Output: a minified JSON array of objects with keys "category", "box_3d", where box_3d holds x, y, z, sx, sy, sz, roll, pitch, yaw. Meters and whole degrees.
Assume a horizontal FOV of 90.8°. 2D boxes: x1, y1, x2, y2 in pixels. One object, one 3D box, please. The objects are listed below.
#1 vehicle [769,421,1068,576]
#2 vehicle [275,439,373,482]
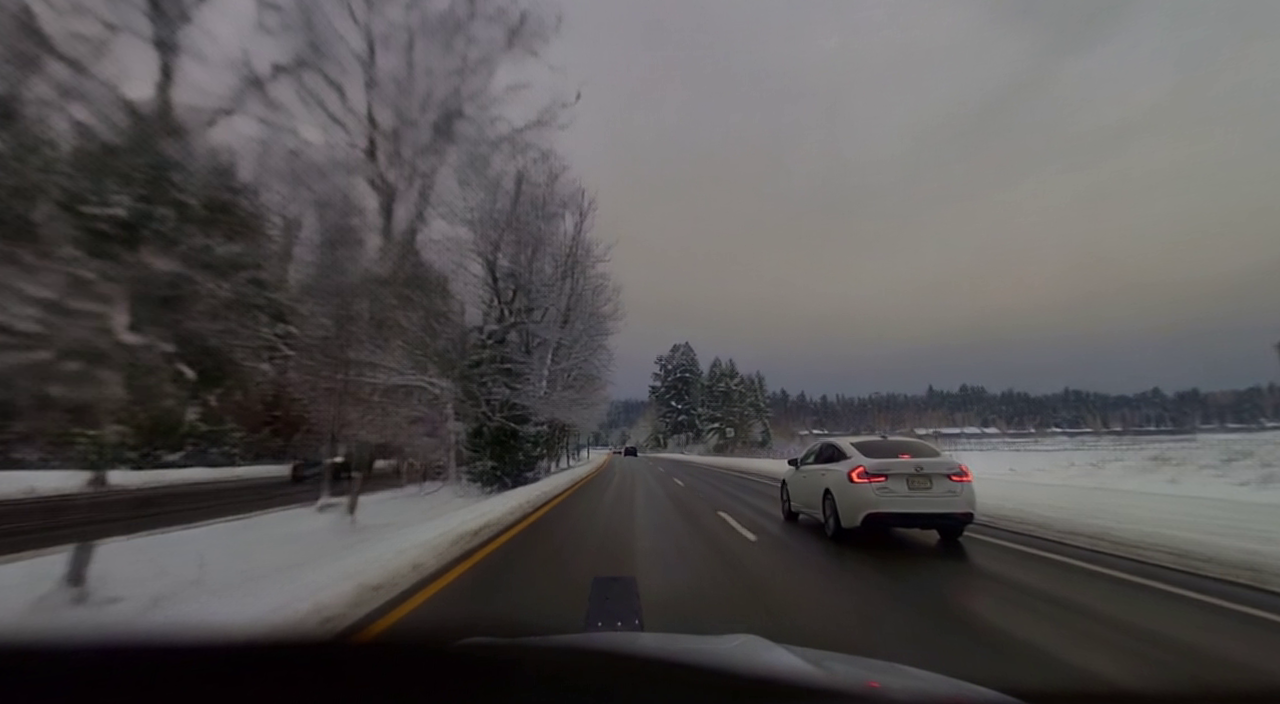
[{"category":"vehicle","box_3d":[3.380,1.875,8.940,2.060,1.584,4.592,0,-9,-1]},{"category":"vehicle","box_3d":[-13.531,4.667,27.428,1.978,1.660,4.462,0,-9,-1]}]
